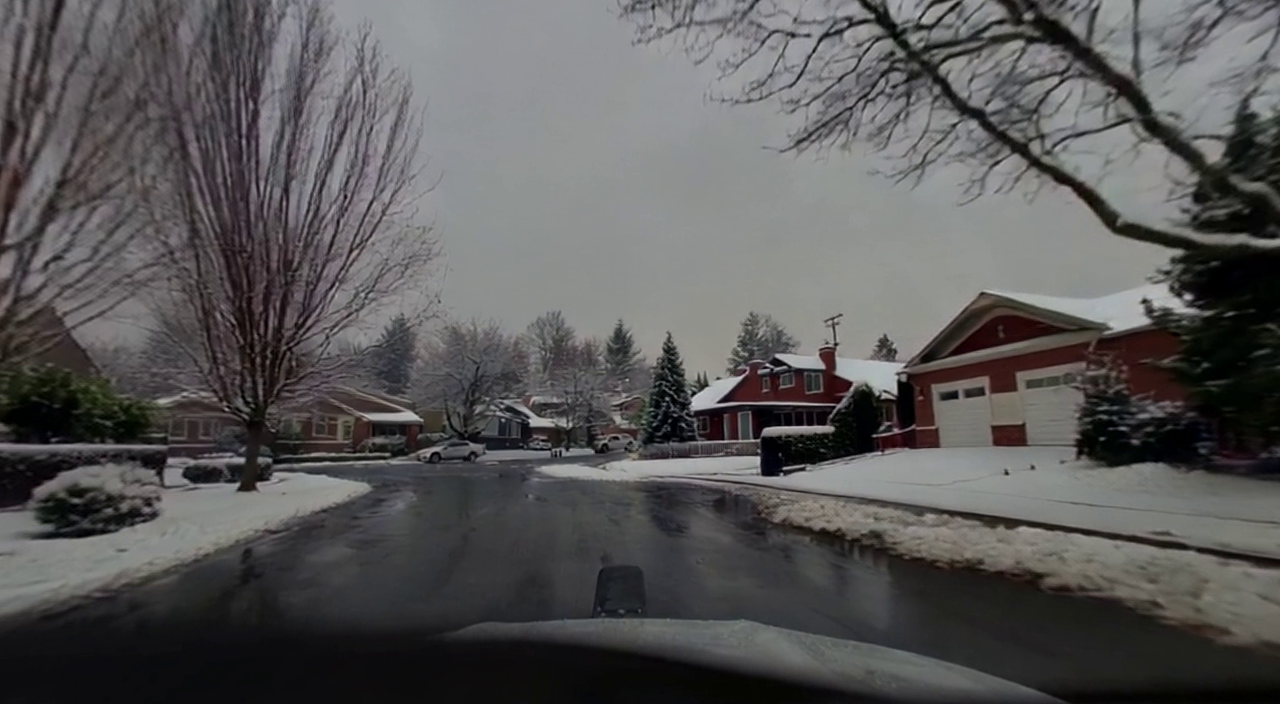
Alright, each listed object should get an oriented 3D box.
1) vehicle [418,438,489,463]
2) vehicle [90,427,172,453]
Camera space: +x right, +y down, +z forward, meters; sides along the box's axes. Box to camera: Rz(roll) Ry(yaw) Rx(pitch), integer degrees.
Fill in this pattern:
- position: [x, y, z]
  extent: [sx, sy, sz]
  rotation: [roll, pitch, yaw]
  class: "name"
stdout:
- position: [-14.244, 7.551, 48.531]
  extent: [4.815, 1.827, 2.147]
  rotation: [1, -9, -3]
  class: "vehicle"
- position: [-35.883, 6.228, 44.570]
  extent: [4.237, 1.728, 2.203]
  rotation: [-2, -9, 14]
  class: "vehicle"
